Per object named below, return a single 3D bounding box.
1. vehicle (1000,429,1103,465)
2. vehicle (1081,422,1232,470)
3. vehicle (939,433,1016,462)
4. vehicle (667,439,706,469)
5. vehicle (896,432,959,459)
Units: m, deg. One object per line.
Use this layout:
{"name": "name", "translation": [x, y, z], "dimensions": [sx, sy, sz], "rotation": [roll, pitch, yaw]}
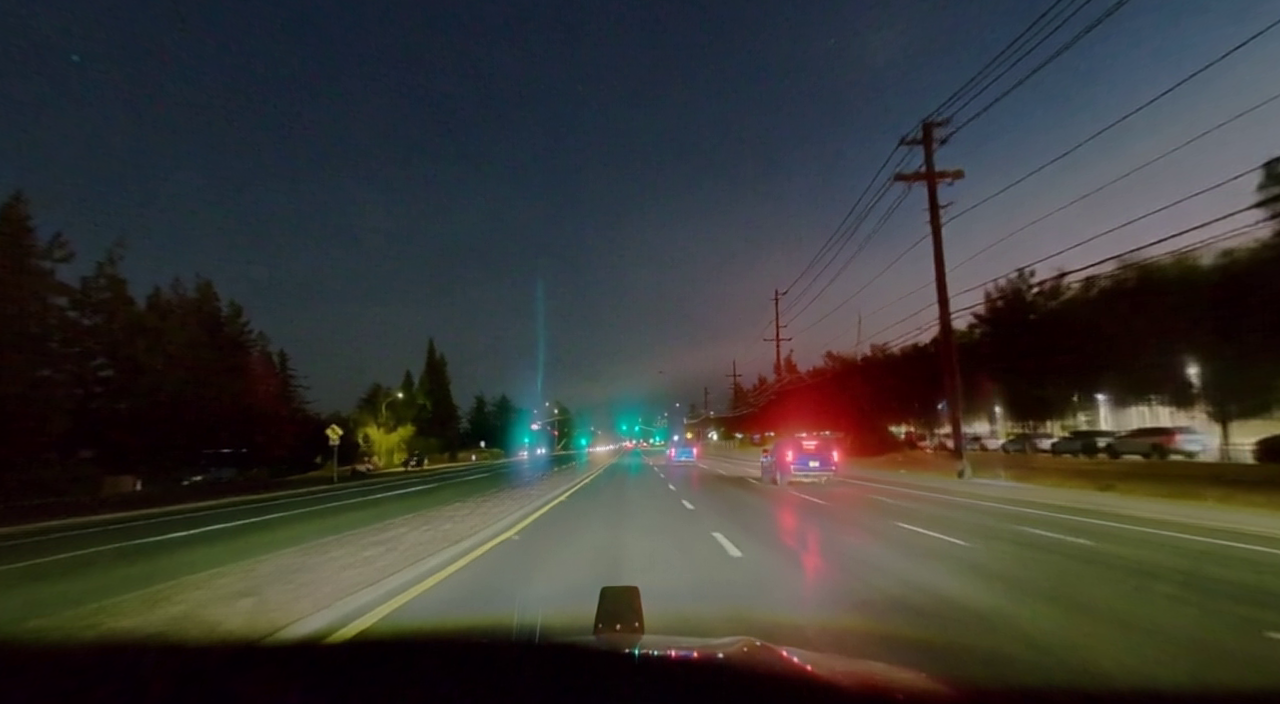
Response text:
{"name": "vehicle", "translation": [20.260, 4.724, 31.360], "dimensions": [1.896, 1.656, 4.653], "rotation": [0, -9, -1]}
{"name": "vehicle", "translation": [20.266, 3.742, 25.131], "dimensions": [1.983, 1.730, 4.563], "rotation": [0, -9, -2]}
{"name": "vehicle", "translation": [20.084, 5.732, 37.893], "dimensions": [2.021, 1.640, 4.620], "rotation": [-1, -9, 0]}
{"name": "vehicle", "translation": [2.949, 6.592, 41.077], "dimensions": [2.086, 1.803, 4.607], "rotation": [0, -9, -1]}
{"name": "vehicle", "translation": [19.889, 6.517, 43.956], "dimensions": [1.941, 1.784, 4.967], "rotation": [0, -9, -1]}
